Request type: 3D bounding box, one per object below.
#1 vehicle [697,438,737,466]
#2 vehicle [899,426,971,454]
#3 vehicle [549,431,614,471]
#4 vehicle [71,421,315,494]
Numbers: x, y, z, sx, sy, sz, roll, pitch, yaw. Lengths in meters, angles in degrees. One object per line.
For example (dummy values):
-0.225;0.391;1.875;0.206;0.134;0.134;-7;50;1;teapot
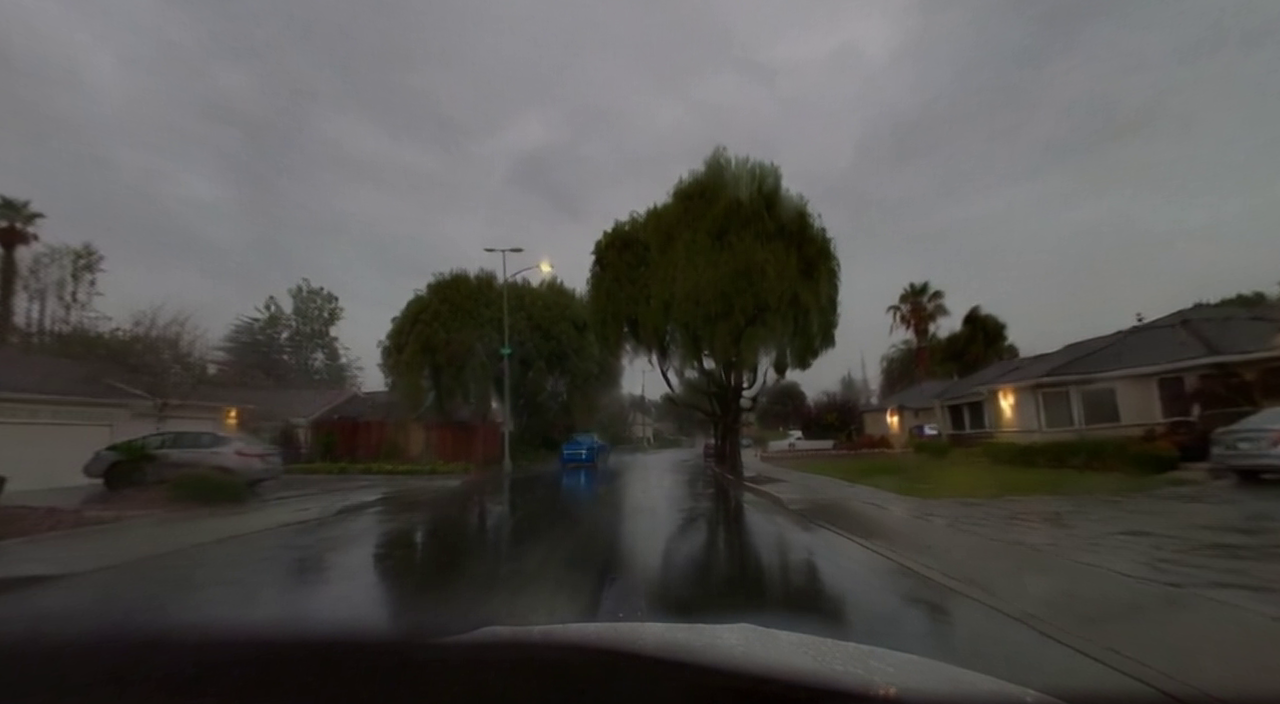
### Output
5.001;6.549;41.544;2.051;1.676;4.497;0;-8;0;vehicle
18.650;5.549;40.092;3.903;1.592;1.921;-2;-6;18;vehicle
-3.120;5.588;35.727;2.274;2.008;6.986;-1;-8;6;vehicle
-13.049;3.096;18.758;5.497;1.983;2.191;0;-8;0;vehicle
